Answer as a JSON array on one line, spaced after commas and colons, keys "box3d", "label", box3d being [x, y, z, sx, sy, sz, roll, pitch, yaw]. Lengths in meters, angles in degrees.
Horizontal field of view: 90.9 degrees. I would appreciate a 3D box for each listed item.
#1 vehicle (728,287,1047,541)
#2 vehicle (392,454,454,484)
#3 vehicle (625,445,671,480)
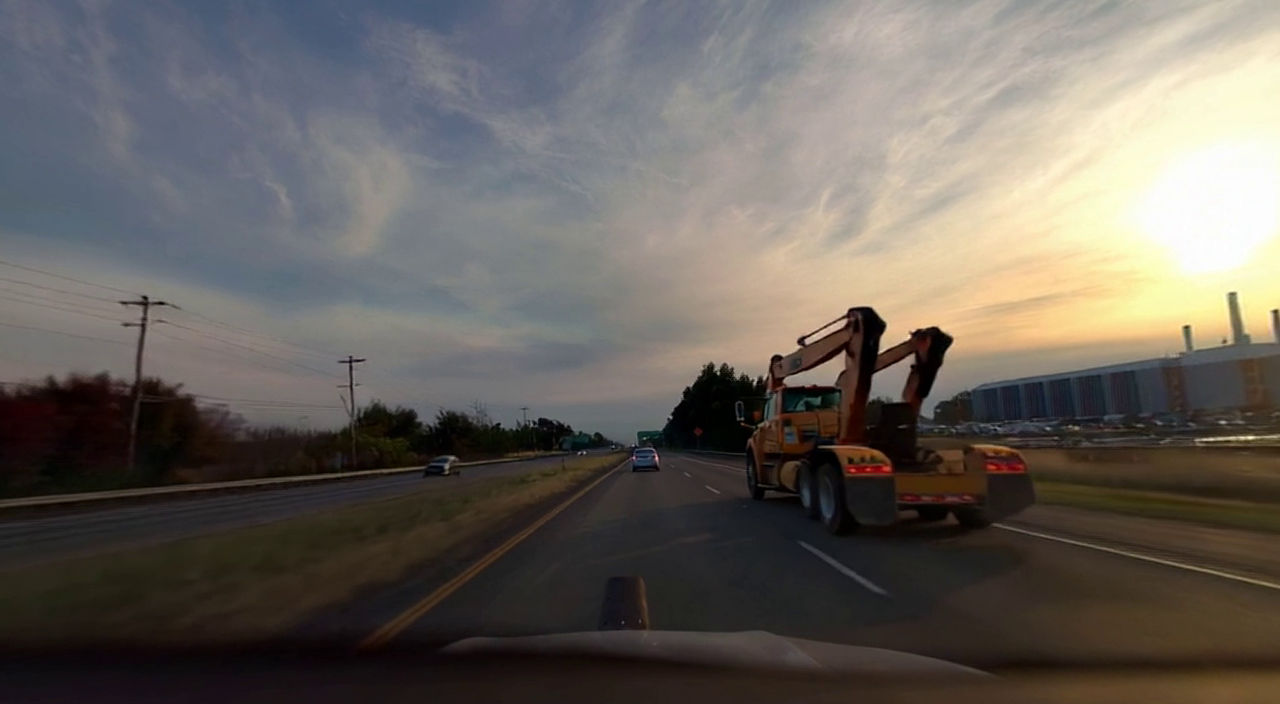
[{"box3d": [3.996, 1.447, 12.926, 3.089, 3.568, 8.101, 0, -9, -1], "label": "vehicle"}, {"box3d": [-12.125, 6.547, 35.535, 1.927, 1.493, 4.426, 0, -9, 0], "label": "vehicle"}, {"box3d": [0.368, 5.197, 29.886, 2.045, 1.527, 4.023, 0, -9, 0], "label": "vehicle"}]
